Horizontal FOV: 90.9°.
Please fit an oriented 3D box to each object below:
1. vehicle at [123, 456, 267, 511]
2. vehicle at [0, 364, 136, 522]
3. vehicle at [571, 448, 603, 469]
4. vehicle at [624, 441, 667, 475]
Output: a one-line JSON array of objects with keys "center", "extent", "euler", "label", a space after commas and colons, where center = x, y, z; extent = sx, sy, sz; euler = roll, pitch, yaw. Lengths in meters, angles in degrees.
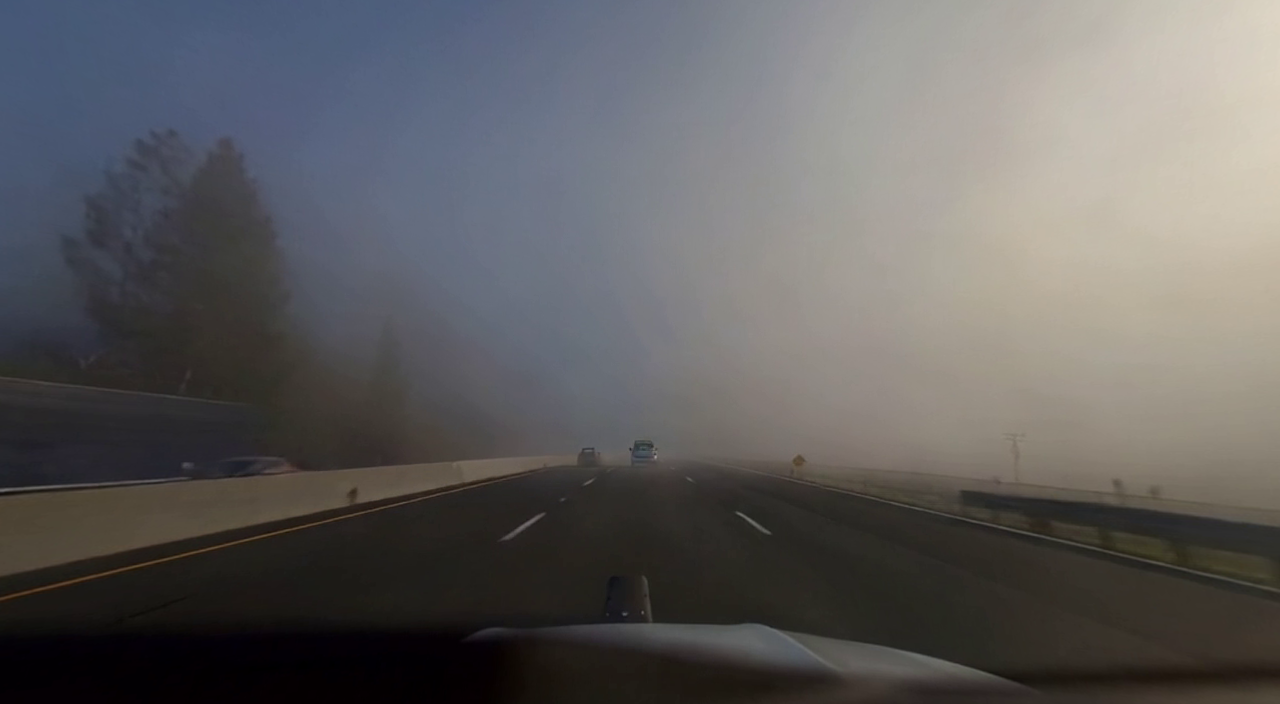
[{"center": [-12.938, 3.804, 18.599], "extent": [1.676, 1.396, 3.459], "euler": [0, -9, 0], "label": "vehicle"}, {"center": [-17.243, 2.117, 14.676], "extent": [2.953, 3.833, 9.571], "euler": [0, -9, 0], "label": "vehicle"}, {"center": [-3.856, 7.830, 46.636], "extent": [1.998, 1.460, 4.422], "euler": [0, -9, 0], "label": "vehicle"}, {"center": [0.290, 5.706, 34.005], "extent": [2.172, 1.687, 3.929], "euler": [0, -9, 0], "label": "vehicle"}]
